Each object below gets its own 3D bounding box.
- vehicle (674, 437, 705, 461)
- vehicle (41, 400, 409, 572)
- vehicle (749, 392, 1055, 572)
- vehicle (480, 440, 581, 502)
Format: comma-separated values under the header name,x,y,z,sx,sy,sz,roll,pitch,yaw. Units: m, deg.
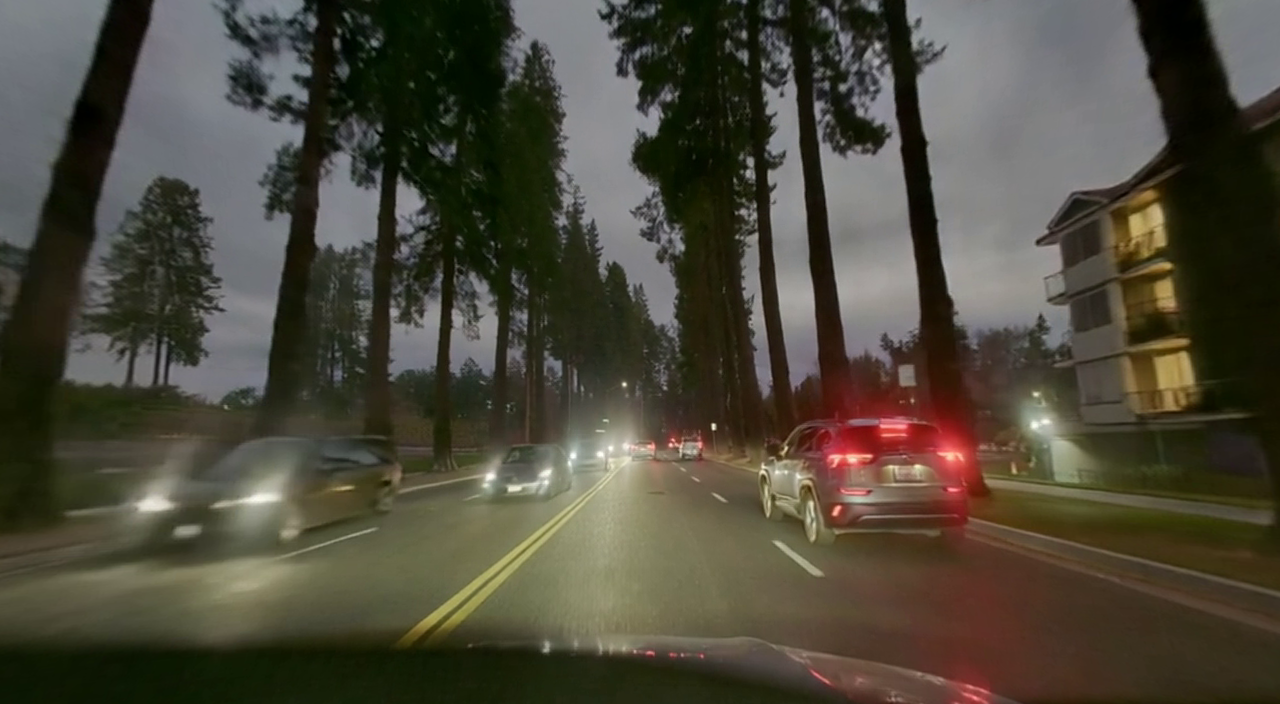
name,x,y,z,sx,sy,sz,roll,pitch,yaw
vehicle,3.834,7.663,49.540,2.069,1.791,4.422,0,-9,0
vehicle,-6.044,2.027,10.407,2.200,2.041,5.550,-1,-9,1
vehicle,3.240,1.765,9.304,2.219,1.881,5.104,0,-9,-1
vehicle,-2.749,3.091,16.690,1.941,1.409,3.975,-1,-9,1
